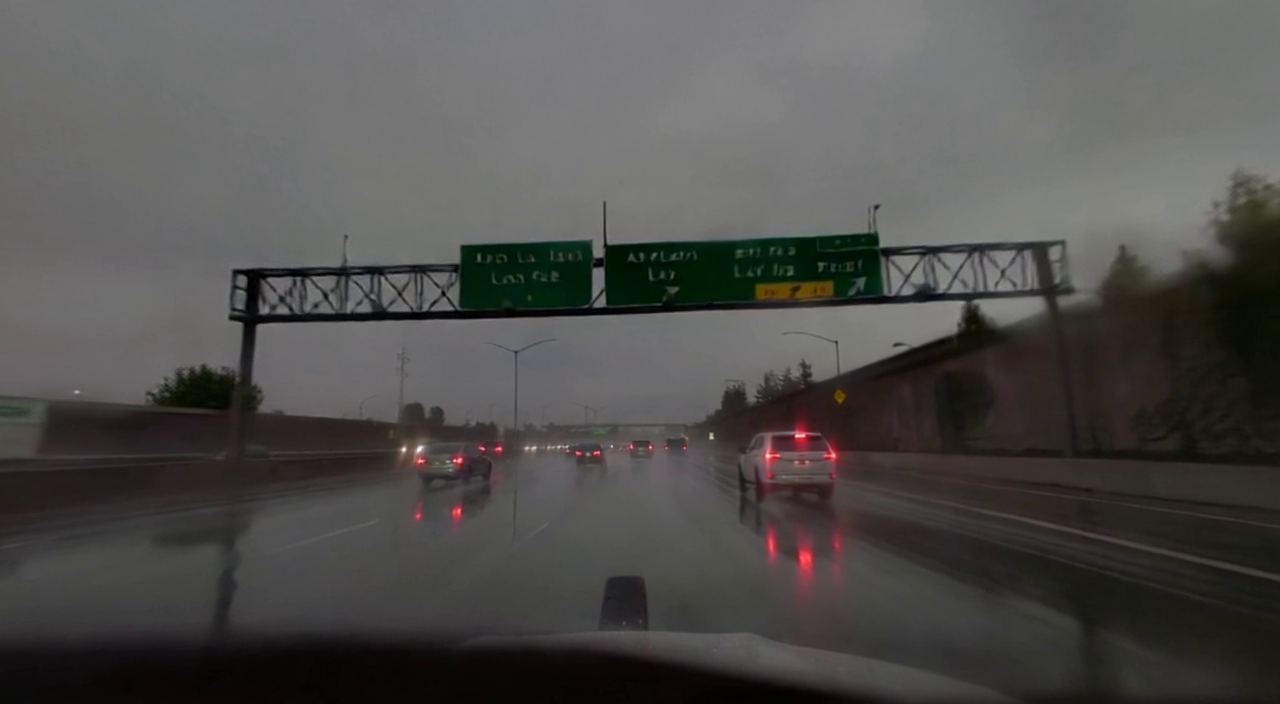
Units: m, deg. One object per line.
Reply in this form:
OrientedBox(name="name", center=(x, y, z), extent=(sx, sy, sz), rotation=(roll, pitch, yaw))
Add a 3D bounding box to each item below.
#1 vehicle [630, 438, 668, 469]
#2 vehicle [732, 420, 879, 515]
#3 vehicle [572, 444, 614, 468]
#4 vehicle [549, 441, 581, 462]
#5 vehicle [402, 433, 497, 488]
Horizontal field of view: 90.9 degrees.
OrientedBox(name="vehicle", center=(0.542, 5.947, 37.165), extent=(2.133, 1.739, 3.925), rotation=(0, -8, 1))
OrientedBox(name="vehicle", center=(3.565, 2.586, 14.644), extent=(2.083, 1.823, 4.627), rotation=(0, -8, -1))
OrientedBox(name="vehicle", center=(-2.857, 6.506, 39.617), extent=(2.205, 1.406, 4.286), rotation=(0, -8, 1))
OrientedBox(name="vehicle", center=(-5.896, 7.883, 49.998), extent=(1.992, 1.604, 3.966), rotation=(0, -8, 0))
OrientedBox(name="vehicle", center=(-6.465, 3.708, 21.882), extent=(1.946, 1.688, 4.019), rotation=(0, -8, 1))
